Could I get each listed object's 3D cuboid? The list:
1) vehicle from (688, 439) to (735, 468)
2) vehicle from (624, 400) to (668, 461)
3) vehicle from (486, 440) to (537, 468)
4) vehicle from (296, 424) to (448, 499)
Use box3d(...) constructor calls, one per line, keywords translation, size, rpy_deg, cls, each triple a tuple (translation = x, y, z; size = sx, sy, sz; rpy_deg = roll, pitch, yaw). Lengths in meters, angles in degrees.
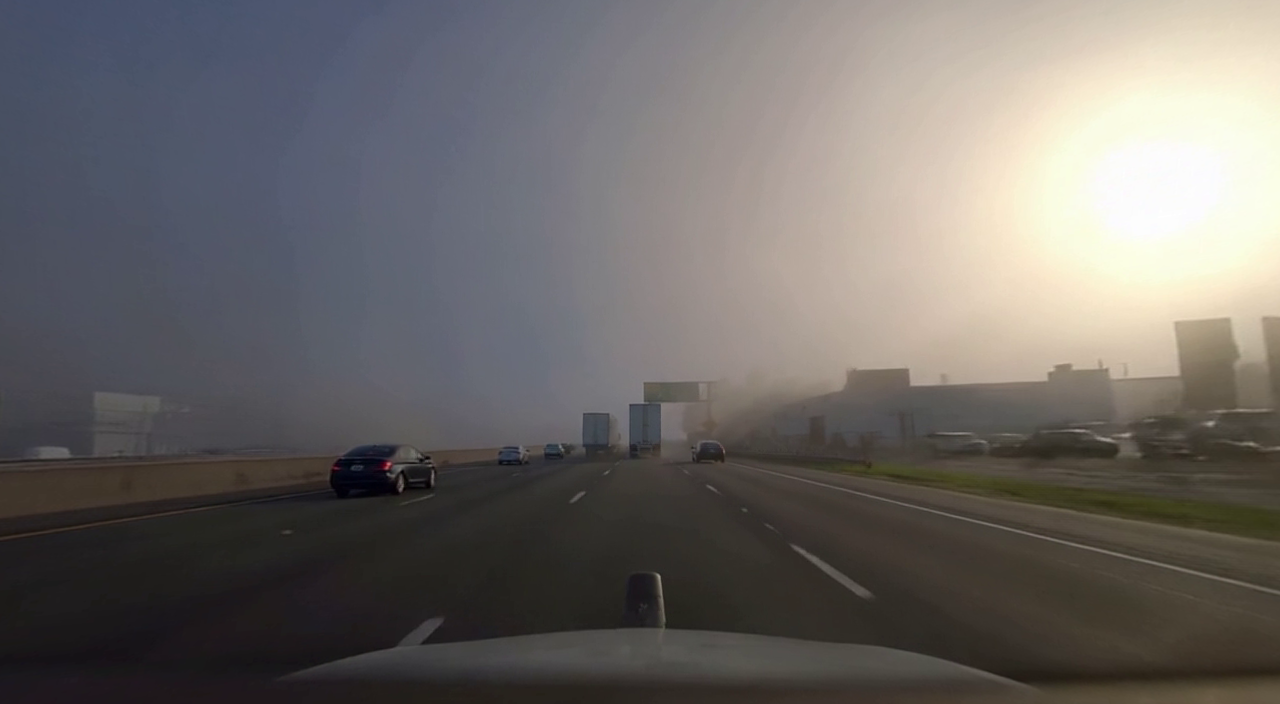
box3d(translation=(3.765, 5.451, 34.055), size=(2.006, 1.452, 4.246), rpy_deg=(0, -9, -1), cls="vehicle")
box3d(translation=(0.347, 6.115, 48.288), size=(2.969, 4.104, 10.906), rpy_deg=(0, -9, -1), cls="vehicle")
box3d(translation=(-7.241, 5.798, 36.084), size=(1.891, 1.460, 4.506), rpy_deg=(0, -8, 1), cls="vehicle")
box3d(translation=(-7.017, 2.908, 17.146), size=(2.122, 1.754, 4.379), rpy_deg=(0, -8, 1), cls="vehicle")
